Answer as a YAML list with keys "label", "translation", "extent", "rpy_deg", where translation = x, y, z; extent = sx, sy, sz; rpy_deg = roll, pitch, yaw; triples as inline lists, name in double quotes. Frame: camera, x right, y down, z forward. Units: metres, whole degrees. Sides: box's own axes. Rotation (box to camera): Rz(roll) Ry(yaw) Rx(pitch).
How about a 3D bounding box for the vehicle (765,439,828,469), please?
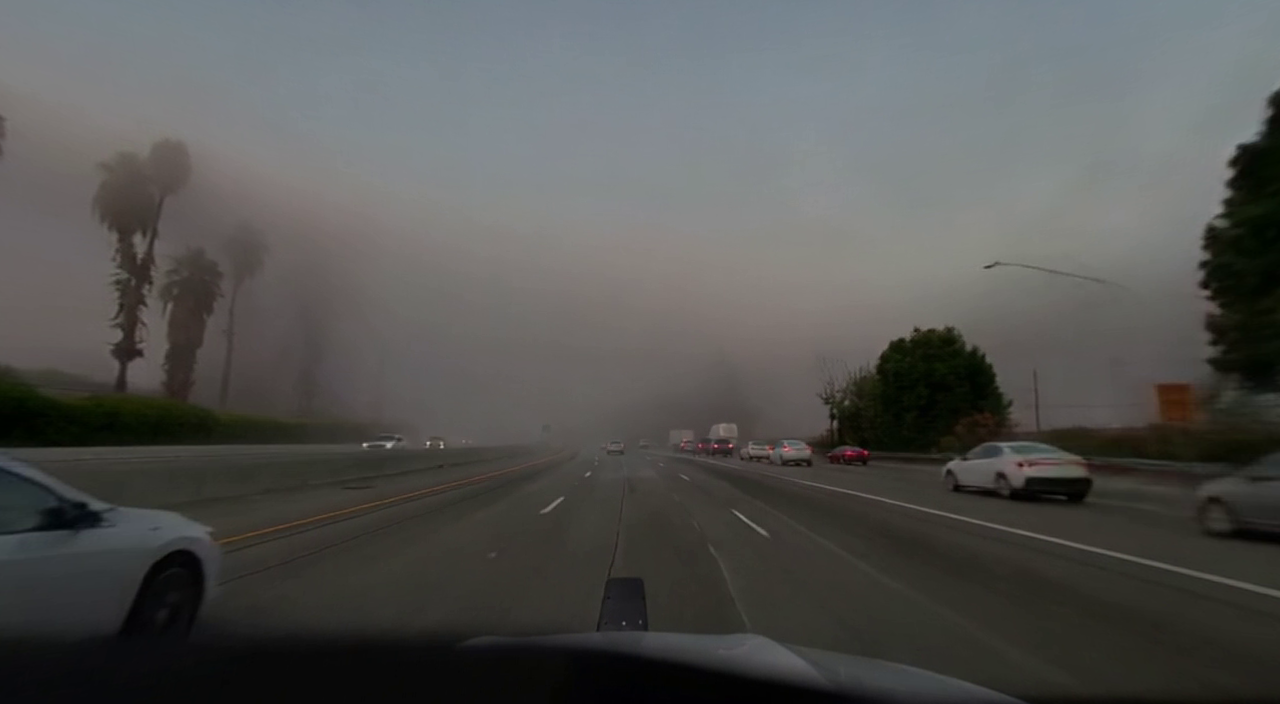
- label: "vehicle"
  translation: [8.102, 5.308, 33.098]
  extent: [1.922, 1.456, 4.626]
  rpy_deg: [0, -8, -3]

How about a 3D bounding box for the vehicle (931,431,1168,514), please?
- label: "vehicle"
  translation: [8.467, 2.515, 13.727]
  extent: [1.947, 1.452, 4.696]
  rpy_deg: [0, -8, -1]

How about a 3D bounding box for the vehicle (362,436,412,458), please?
- label: "vehicle"
  translation: [-19.253, 7.243, 48.164]
  extent: [1.991, 1.614, 4.729]
  rpy_deg: [0, -8, -2]

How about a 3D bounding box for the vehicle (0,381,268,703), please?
- label: "vehicle"
  translation: [-3.722, 0.857, 2.322]
  extent: [2.109, 1.536, 4.174]
  rpy_deg: [0, -8, 1]

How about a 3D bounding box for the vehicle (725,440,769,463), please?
- label: "vehicle"
  translation: [7.192, 6.738, 42.892]
  extent: [1.984, 1.477, 4.385]
  rpy_deg: [0, -8, -4]
